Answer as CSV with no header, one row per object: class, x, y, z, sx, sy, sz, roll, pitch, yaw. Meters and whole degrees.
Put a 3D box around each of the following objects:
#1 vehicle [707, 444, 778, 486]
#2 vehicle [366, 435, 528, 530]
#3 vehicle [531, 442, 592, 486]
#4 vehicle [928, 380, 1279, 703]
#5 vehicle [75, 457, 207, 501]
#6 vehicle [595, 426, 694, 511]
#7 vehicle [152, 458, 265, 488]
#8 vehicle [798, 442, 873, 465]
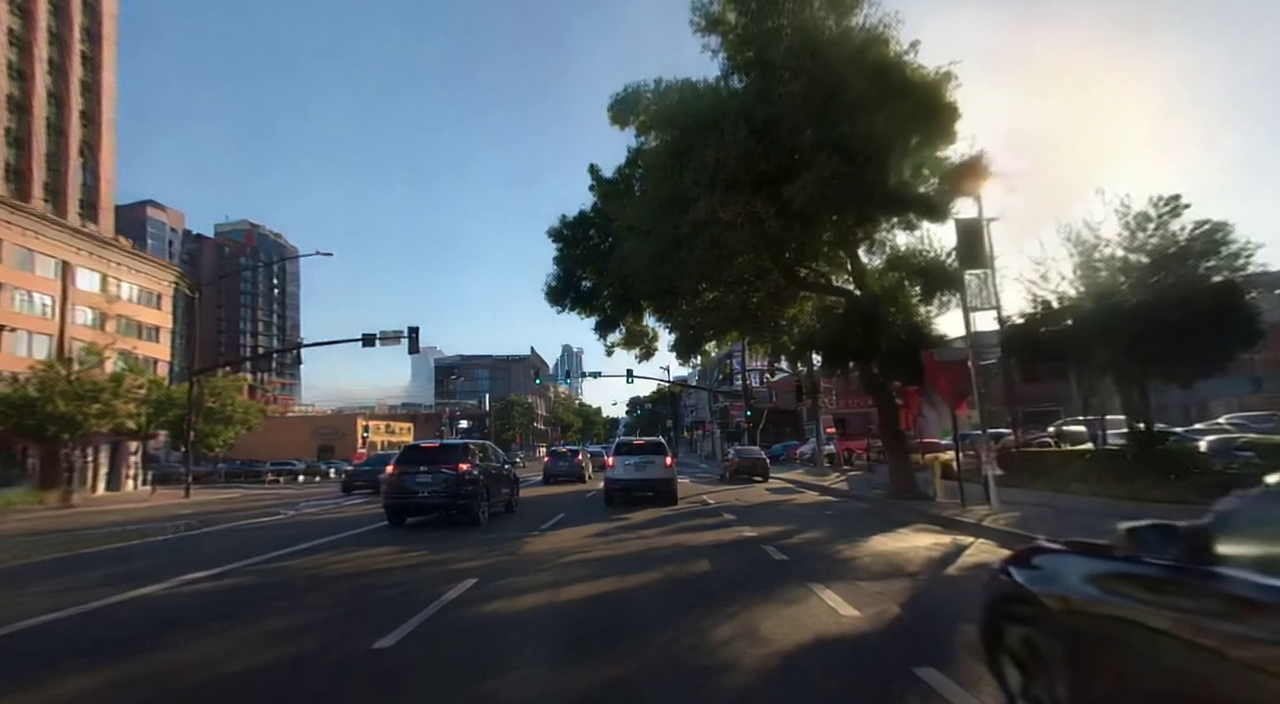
vehicle,3.913,4.378,24.843,1.986,1.457,4.566,0,-8,-1
vehicle,-3.691,2.546,12.957,1.886,1.599,4.247,0,-8,1
vehicle,-3.127,4.535,25.884,1.894,1.642,3.861,0,-8,2
vehicle,2.953,0.854,1.990,2.030,1.492,4.383,0,-8,0
vehicle,-24.248,6.157,30.971,1.919,1.831,5.335,0,-8,2
vehicle,0.118,2.731,15.215,2.075,1.770,4.018,0,-8,1
vehicle,-29.618,8.289,43.512,2.021,1.802,5.987,-5,-10,31
vehicle,13.904,7.215,44.845,4.736,1.526,1.878,2,-9,-16
